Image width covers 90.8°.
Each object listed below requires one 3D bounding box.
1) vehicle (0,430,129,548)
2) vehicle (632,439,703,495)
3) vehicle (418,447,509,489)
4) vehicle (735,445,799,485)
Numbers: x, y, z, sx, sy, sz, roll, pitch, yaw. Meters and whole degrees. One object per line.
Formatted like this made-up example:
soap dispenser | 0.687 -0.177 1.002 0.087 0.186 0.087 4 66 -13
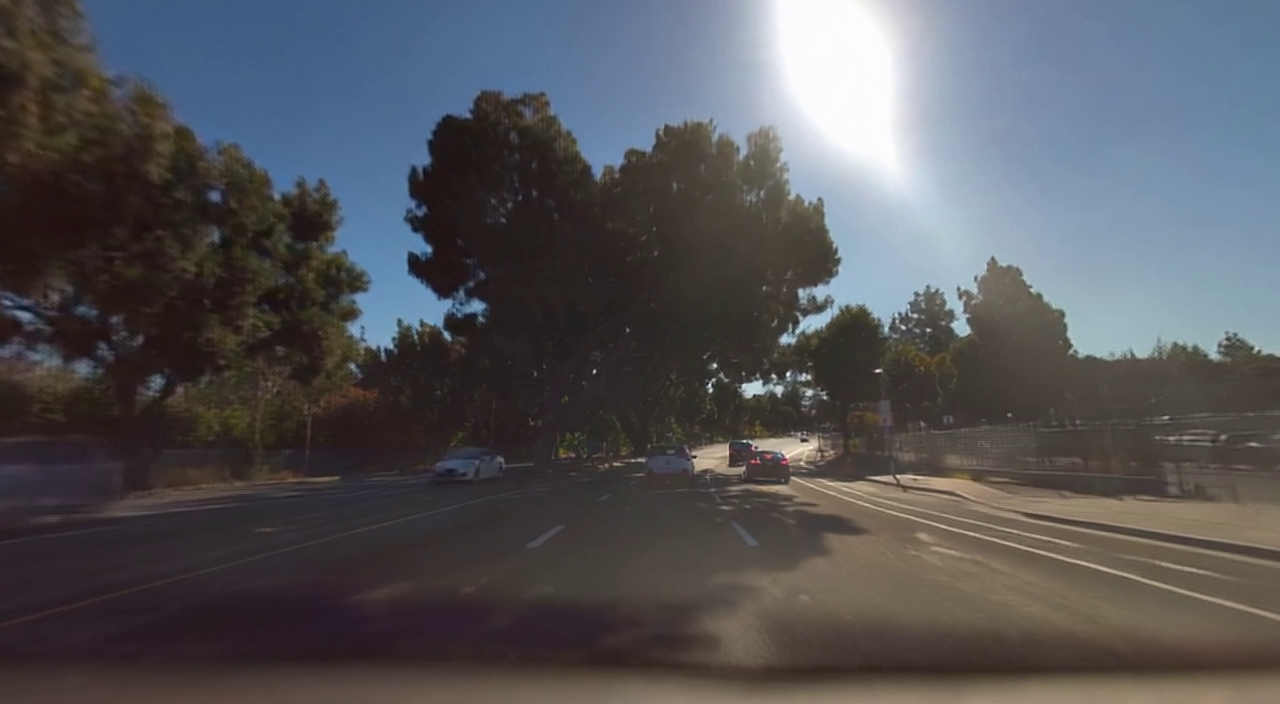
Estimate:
vehicle | -10.805 2.075 9.502 2.329 1.757 4.464 -1 -8 2
vehicle | 1.041 3.868 21.620 2.105 1.676 4.541 -1 -9 6
vehicle | -6.785 4.484 24.889 1.933 1.472 4.482 -1 -9 6
vehicle | 5.089 4.560 25.901 2.147 1.474 4.083 -1 -8 5
